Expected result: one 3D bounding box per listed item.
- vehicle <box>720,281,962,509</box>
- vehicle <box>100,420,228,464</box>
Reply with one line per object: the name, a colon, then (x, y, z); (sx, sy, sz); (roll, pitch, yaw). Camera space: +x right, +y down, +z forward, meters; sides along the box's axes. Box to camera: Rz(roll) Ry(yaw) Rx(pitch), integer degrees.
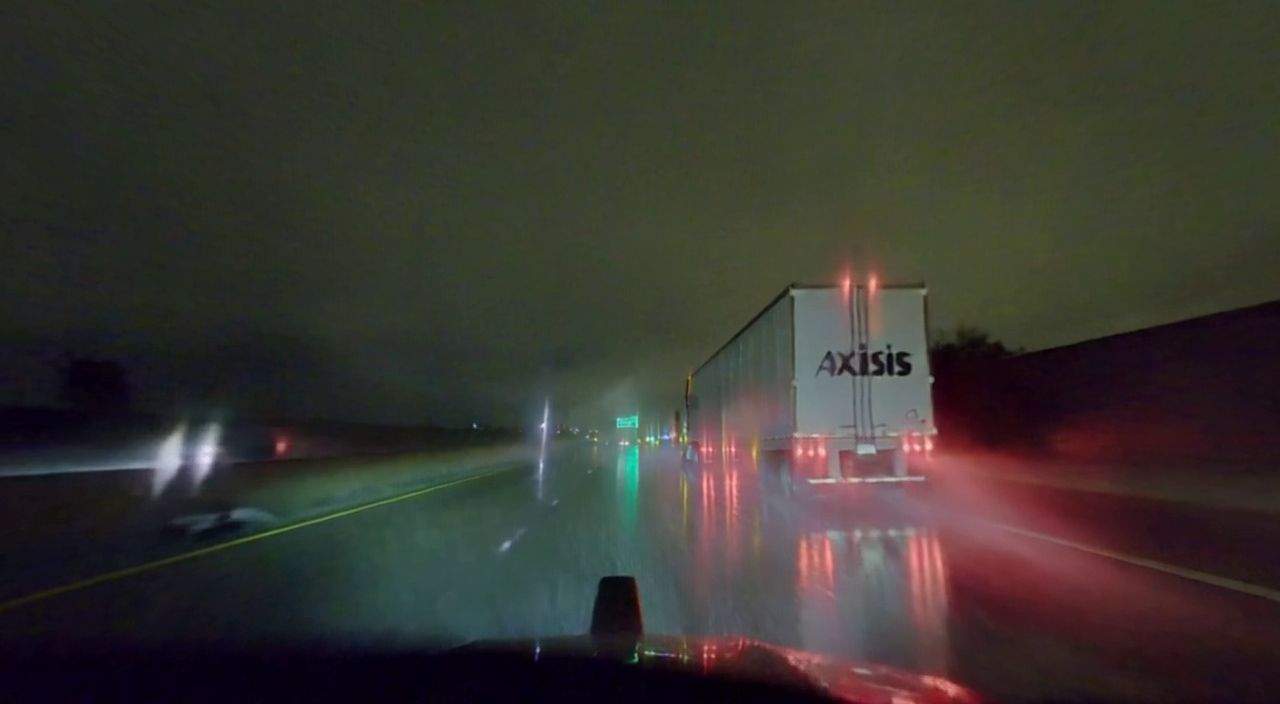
vehicle: (4.053, 1.323, 15.543); (2.880, 3.986, 9.103); (0, -8, 0)
vehicle: (-18.925, 3.606, 25.260); (1.846, 1.606, 4.176); (0, -8, 0)
